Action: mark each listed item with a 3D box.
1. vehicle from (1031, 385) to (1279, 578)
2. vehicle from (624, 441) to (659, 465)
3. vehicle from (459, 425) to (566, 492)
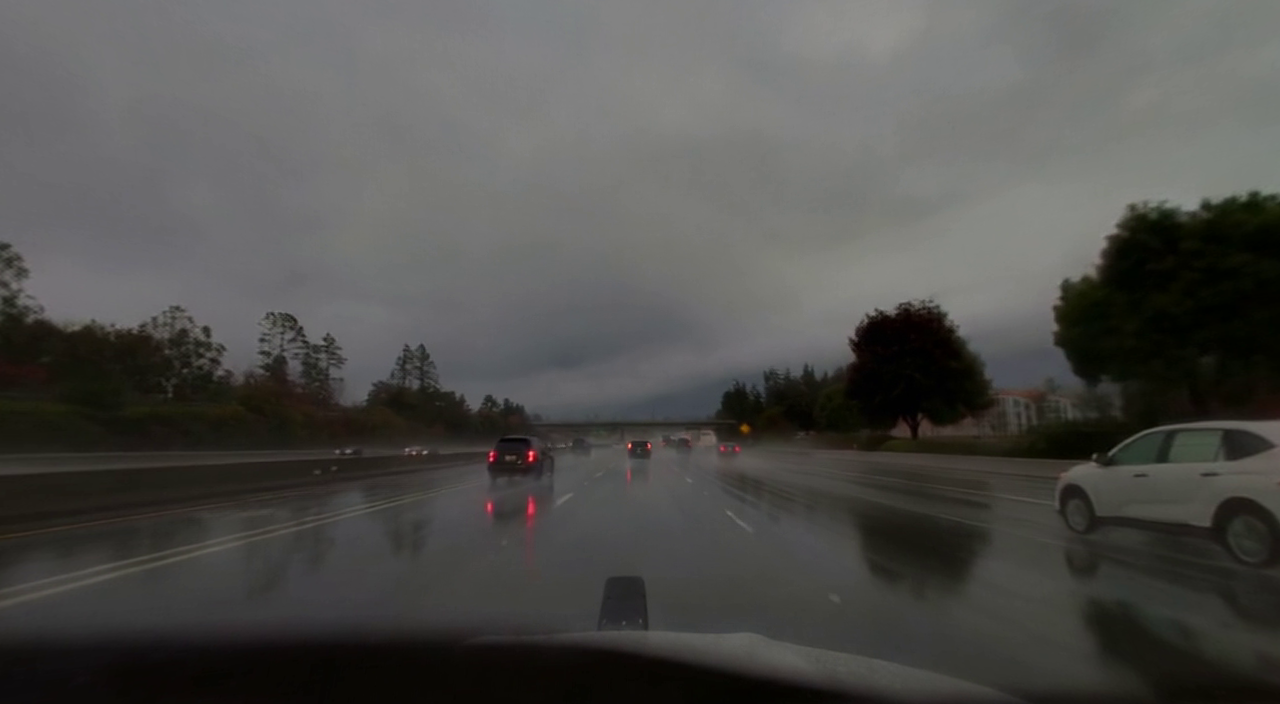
[{"bbox_3d":[6.975,1.361,6.975,2.123,1.756,4.959,0,-8,0],"label":"vehicle"},{"bbox_3d":[0.083,6.334,39.725,2.050,1.452,3.917,0,-8,0],"label":"vehicle"},{"bbox_3d":[-3.702,3.221,19.385,2.118,1.750,4.875,-1,-8,2],"label":"vehicle"}]
